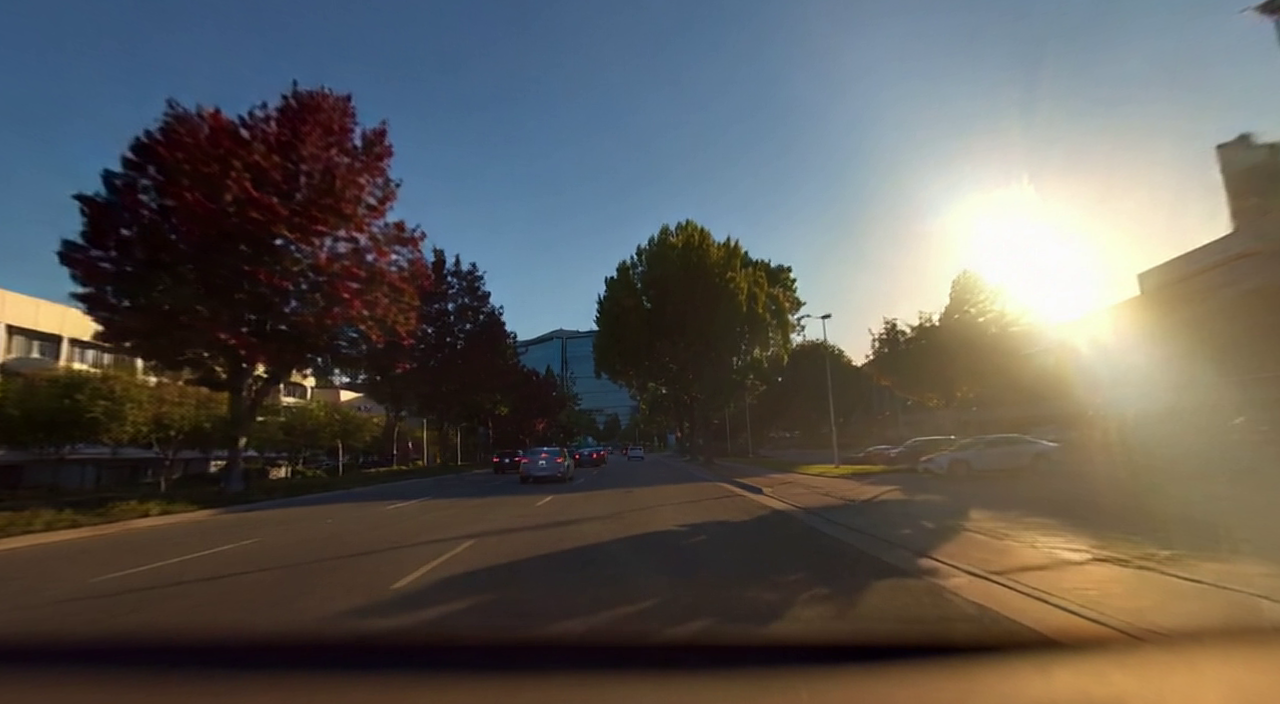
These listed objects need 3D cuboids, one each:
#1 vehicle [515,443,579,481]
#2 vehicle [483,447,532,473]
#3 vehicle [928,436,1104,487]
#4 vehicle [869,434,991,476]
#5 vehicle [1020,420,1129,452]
[{"bbox_3d":[-3.949,4.765,27.640,2.011,1.483,4.596,0,-9,1],"label":"vehicle"},{"bbox_3d":[-8.183,6.702,39.467,1.976,1.497,4.709,0,-9,1],"label":"vehicle"},{"bbox_3d":[13.044,3.810,22.166,4.790,1.439,2.034,-3,-9,1],"label":"vehicle"},{"bbox_3d":[12.712,4.562,27.915,4.313,1.596,2.028,-2,-9,-2],"label":"vehicle"},{"bbox_3d":[25.527,4.960,37.213,4.939,1.818,1.989,0,-9,-1],"label":"vehicle"}]
